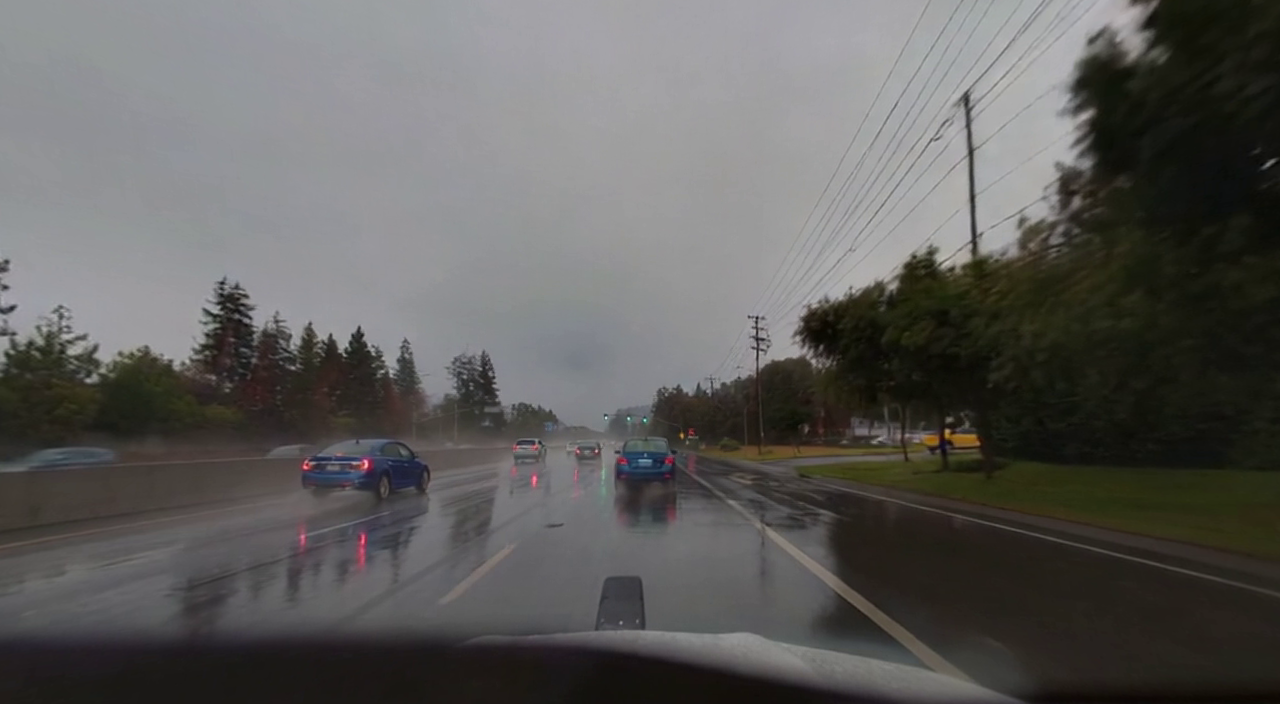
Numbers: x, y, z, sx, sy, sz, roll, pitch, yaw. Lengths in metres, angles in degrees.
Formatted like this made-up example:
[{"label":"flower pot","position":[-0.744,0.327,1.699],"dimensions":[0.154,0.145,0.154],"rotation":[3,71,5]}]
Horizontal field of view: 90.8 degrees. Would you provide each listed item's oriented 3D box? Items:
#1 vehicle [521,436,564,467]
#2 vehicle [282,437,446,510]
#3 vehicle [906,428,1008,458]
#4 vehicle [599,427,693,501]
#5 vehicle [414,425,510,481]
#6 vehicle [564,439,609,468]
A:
[{"label":"vehicle","position":[-5.997,6.135,39.219],"dimensions":[1.914,1.756,4.179],"rotation":[-1,-8,1]},{"label":"vehicle","position":[-6.438,2.858,15.440],"dimensions":[1.900,1.483,4.547],"rotation":[-1,-8,1]},{"label":"vehicle","position":[17.786,5.134,35.619],"dimensions":[4.659,1.572,2.019],"rotation":[0,-8,0]},{"label":"vehicle","position":[0.137,2.848,16.498],"dimensions":[2.140,1.653,4.108],"rotation":[0,-8,0]},{"label":"vehicle","position":[-6.641,3.844,24.283],"dimensions":[2.144,1.905,4.967],"rotation":[-1,-8,1]},{"label":"vehicle","position":[-2.888,5.620,35.130],"dimensions":[2.055,1.510,3.961],"rotation":[-1,-8,1]}]
